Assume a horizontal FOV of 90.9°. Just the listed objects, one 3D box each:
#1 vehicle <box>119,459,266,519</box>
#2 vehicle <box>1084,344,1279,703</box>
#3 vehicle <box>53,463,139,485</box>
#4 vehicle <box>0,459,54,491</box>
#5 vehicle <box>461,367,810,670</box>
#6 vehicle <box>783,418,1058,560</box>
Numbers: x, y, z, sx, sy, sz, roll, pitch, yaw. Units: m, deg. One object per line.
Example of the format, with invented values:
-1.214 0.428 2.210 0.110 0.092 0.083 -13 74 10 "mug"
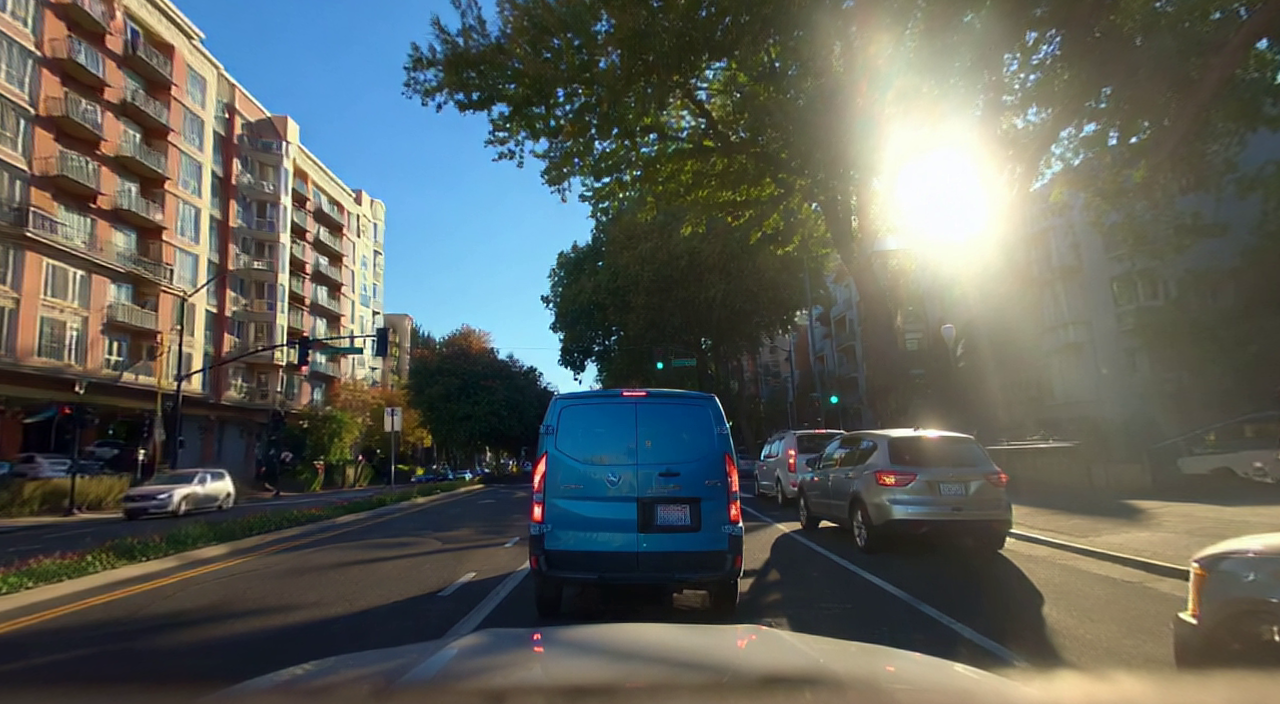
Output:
-13.423 4.076 19.308 1.852 1.485 4.428 1 -9 -10 "vehicle"
3.806 0.700 1.738 2.157 1.748 4.130 0 -9 1 "vehicle"
-38.464 8.628 44.636 4.396 1.458 1.809 -1 -9 2 "vehicle"
-35.476 6.833 35.156 3.843 1.680 1.782 -1 -9 4 "vehicle"
-0.025 1.326 6.040 2.101 1.828 4.270 0 -9 0 "vehicle"
3.922 2.006 10.014 2.061 1.676 4.734 0 -9 -2 "vehicle"
